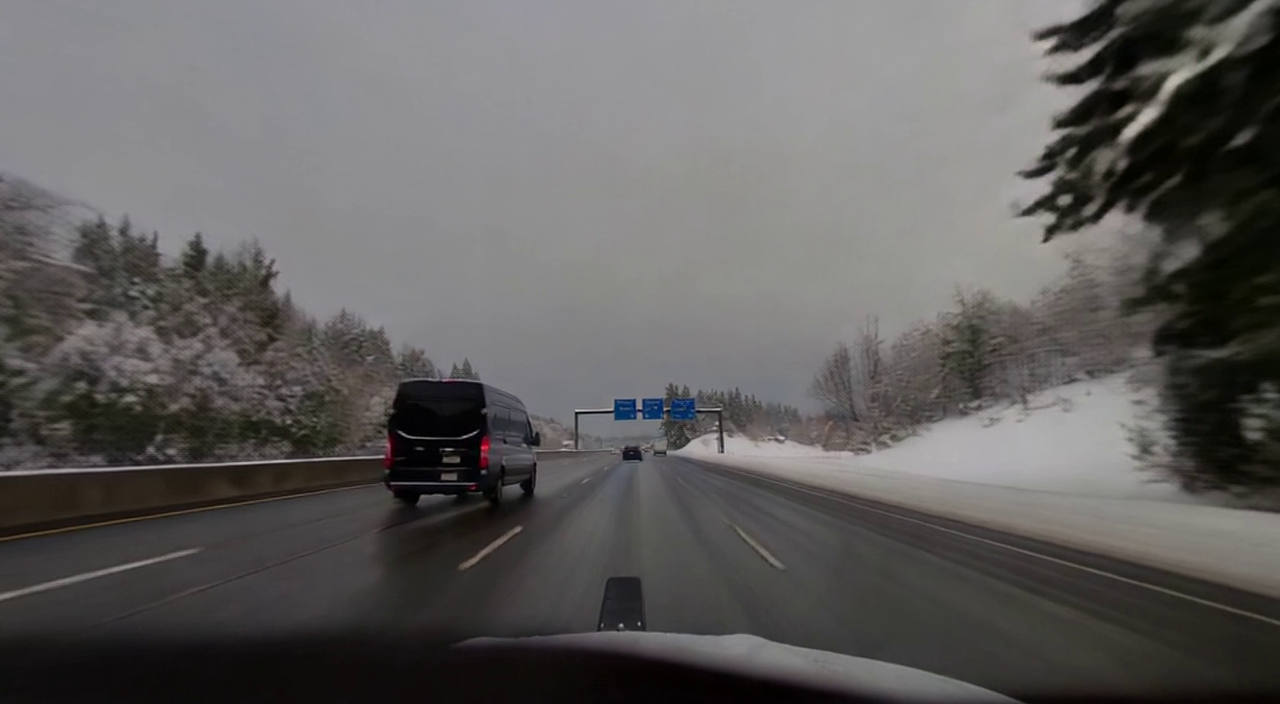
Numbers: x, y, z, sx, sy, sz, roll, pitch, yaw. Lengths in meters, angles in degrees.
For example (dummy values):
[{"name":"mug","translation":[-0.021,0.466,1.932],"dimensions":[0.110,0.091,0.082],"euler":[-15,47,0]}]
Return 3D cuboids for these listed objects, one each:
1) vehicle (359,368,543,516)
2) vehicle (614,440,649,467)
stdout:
[{"name":"vehicle","translation":[-3.942,2.100,14.695],"dimensions":[2.382,2.736,5.982],"euler":[0,-9,0]},{"name":"vehicle","translation":[-0.532,6.671,41.371],"dimensions":[2.183,1.662,3.968],"euler":[0,-9,0]}]
